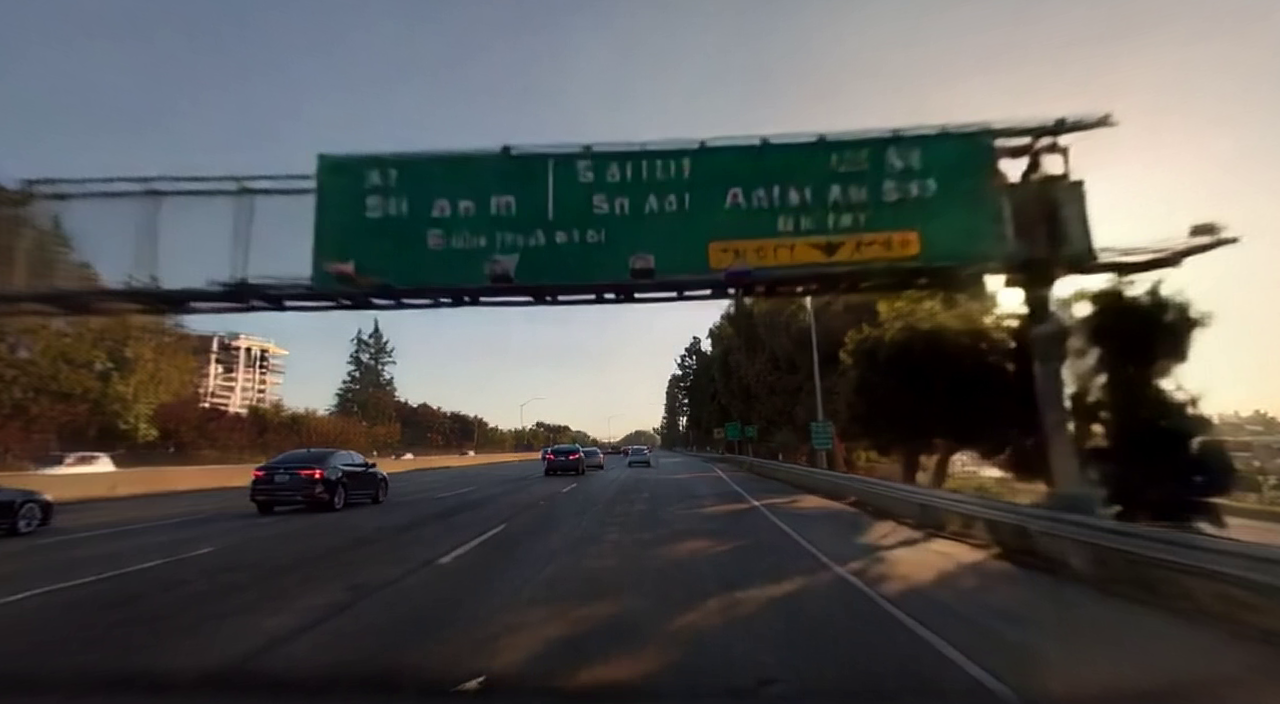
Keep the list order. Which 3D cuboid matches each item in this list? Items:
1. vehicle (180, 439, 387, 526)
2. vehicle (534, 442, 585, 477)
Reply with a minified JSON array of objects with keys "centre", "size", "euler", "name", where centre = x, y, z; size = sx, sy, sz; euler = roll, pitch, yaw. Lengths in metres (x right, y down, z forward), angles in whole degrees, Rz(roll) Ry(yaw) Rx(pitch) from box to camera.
[{"centre":[-7.904,2.908,14.629],"size":[2.071,1.661,4.540],"euler":[0,-9,1],"name":"vehicle"},{"centre":[-4.228,5.740,33.784],"size":[2.158,1.717,4.375],"euler":[0,-9,1],"name":"vehicle"}]
